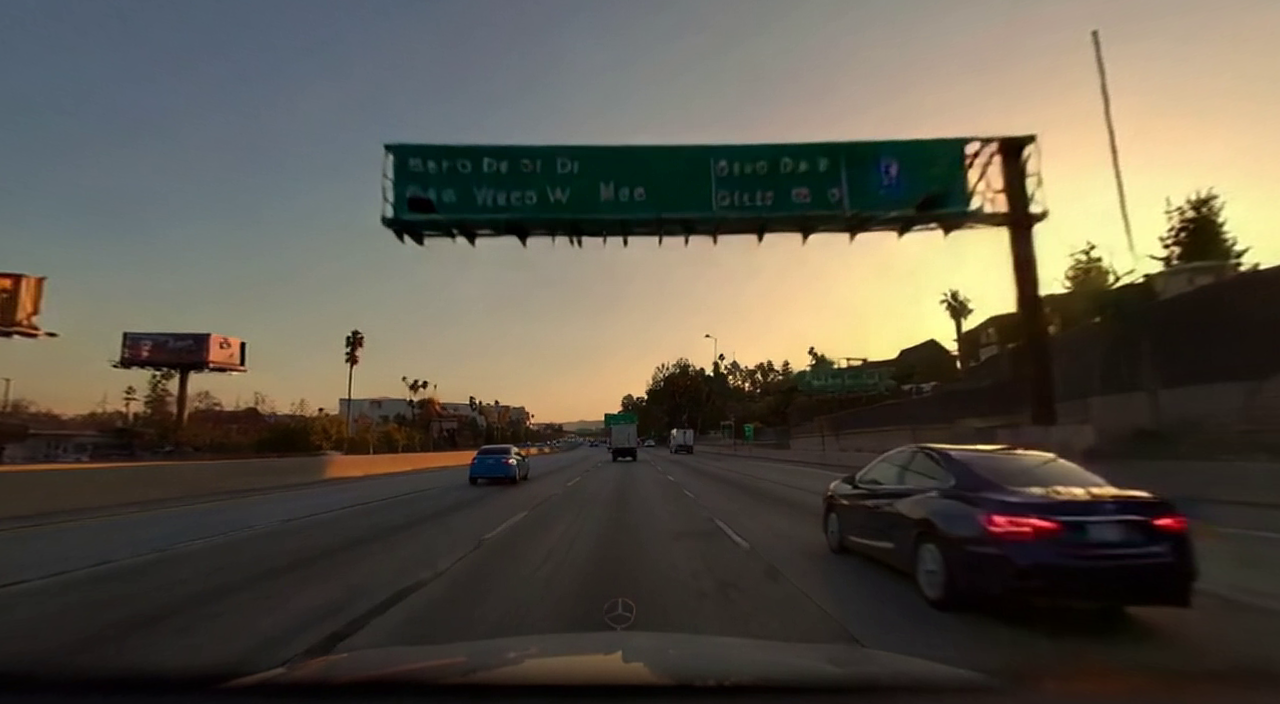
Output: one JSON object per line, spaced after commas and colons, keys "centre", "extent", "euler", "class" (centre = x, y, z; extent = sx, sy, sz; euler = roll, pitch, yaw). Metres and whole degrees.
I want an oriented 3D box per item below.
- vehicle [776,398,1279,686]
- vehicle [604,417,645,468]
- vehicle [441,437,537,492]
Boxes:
{"centre": [2.955, 1.408, 5.929], "extent": [2.175, 1.598, 4.584], "euler": [0, -8, -2], "class": "vehicle"}
{"centre": [-1.008, 5.780, 40.245], "extent": [2.364, 2.953, 6.495], "euler": [0, -8, -2], "class": "vehicle"}
{"centre": [-4.807, 3.643, 20.910], "extent": [2.021, 1.598, 4.887], "euler": [0, -8, -1], "class": "vehicle"}
